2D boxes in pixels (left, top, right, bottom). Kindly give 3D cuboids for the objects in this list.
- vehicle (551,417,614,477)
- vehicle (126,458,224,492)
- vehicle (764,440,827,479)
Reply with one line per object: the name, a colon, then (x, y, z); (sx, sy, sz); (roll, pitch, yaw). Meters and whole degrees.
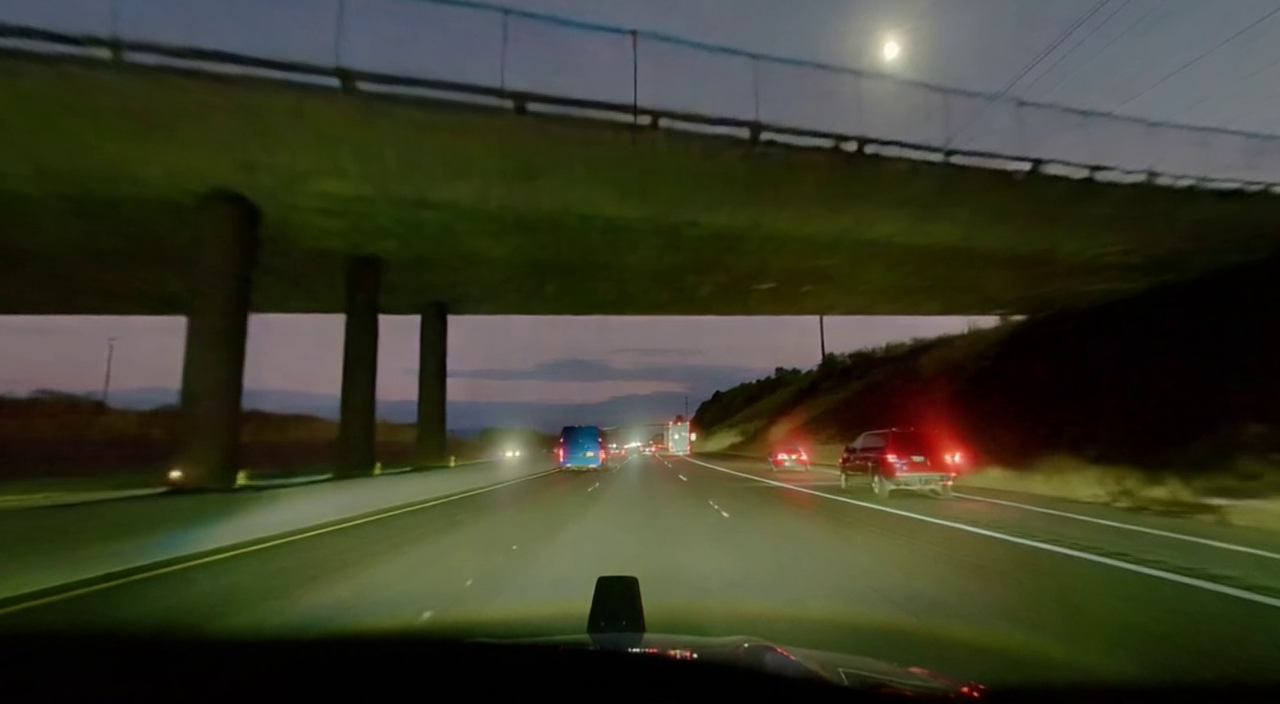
vehicle: (-2.660, 4.697, 31.003); (2.451, 2.627, 5.868); (0, -9, 1)
vehicle: (-20.770, 5.499, 28.345); (1.771, 1.357, 3.502); (0, -9, -1)
vehicle: (7.078, 4.952, 29.196); (1.936, 1.664, 4.198); (0, -9, 1)
